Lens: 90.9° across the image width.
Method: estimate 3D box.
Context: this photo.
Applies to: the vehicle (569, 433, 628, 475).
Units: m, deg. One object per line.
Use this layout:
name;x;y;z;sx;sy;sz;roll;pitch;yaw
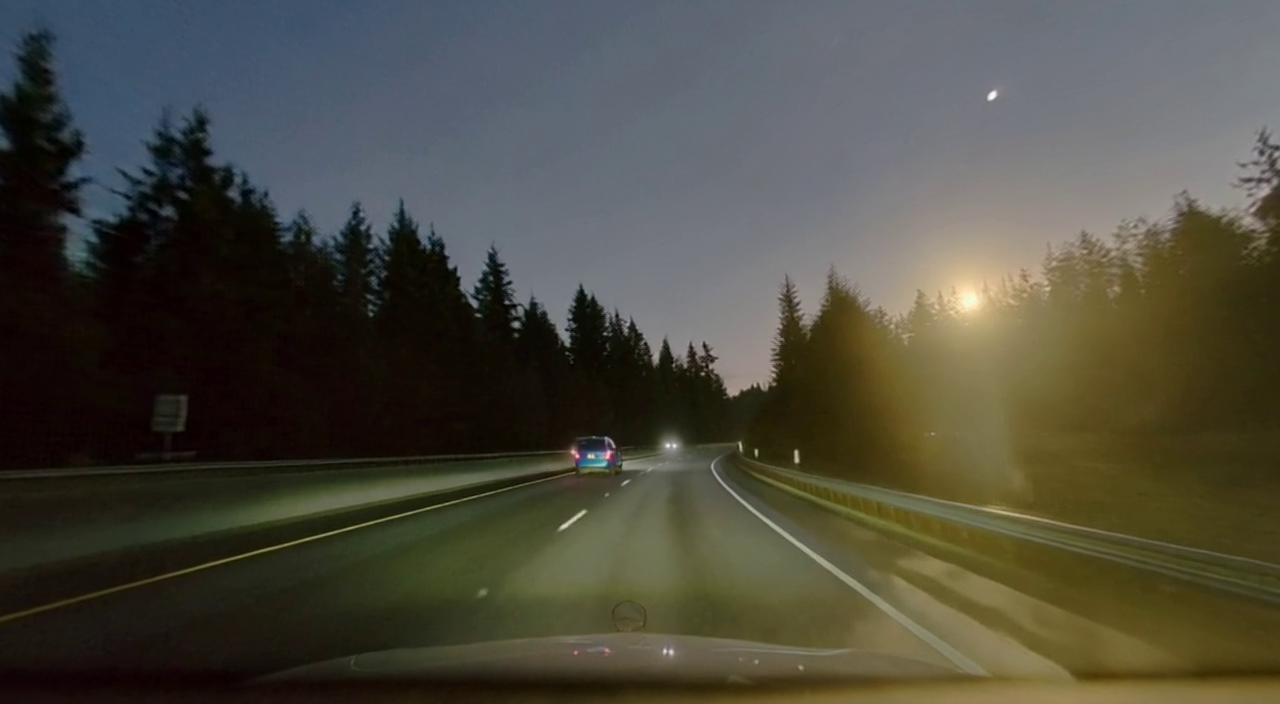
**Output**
vehicle;-1.801;4.671;28.972;2.005;1.752;4.479;-1;-8;5
